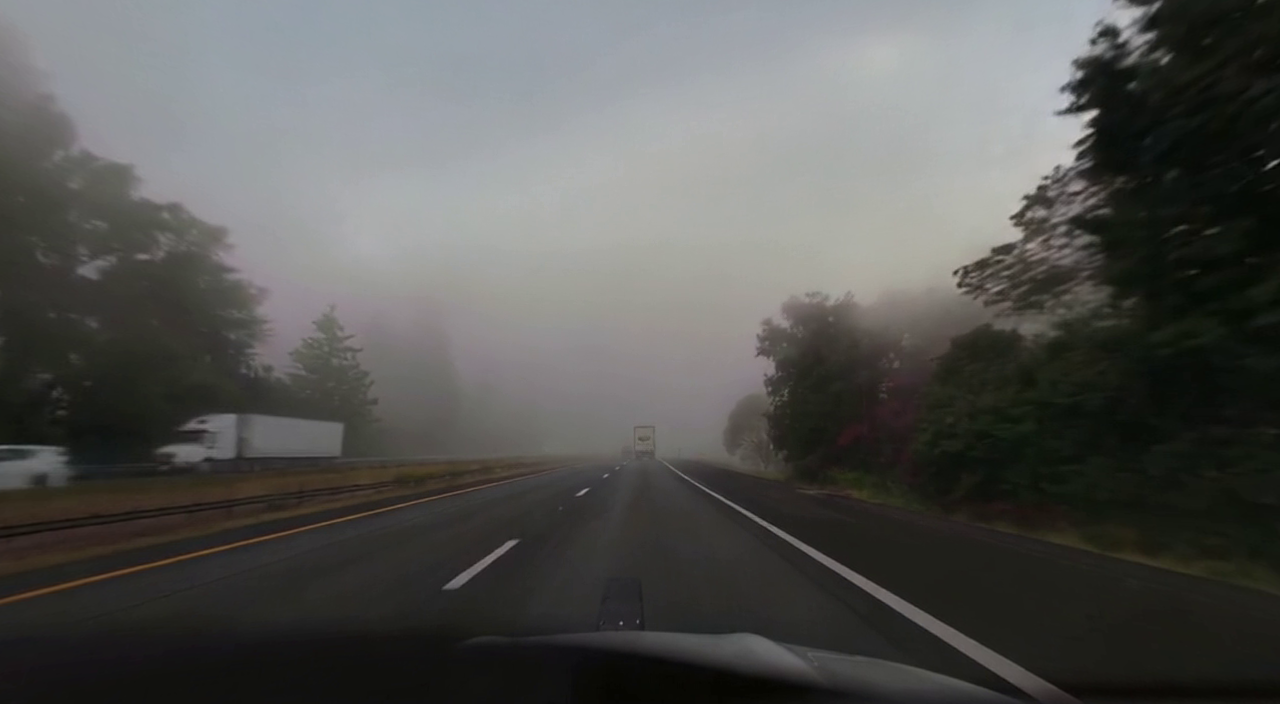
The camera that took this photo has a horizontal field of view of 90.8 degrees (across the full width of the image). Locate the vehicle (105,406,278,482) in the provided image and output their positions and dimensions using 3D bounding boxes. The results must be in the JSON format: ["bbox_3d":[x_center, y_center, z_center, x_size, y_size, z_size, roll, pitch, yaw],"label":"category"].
[{"bbox_3d":[-24.859,5.278,35.859,3.029,3.763,8.962,0,-9,1],"label":"vehicle"}]
